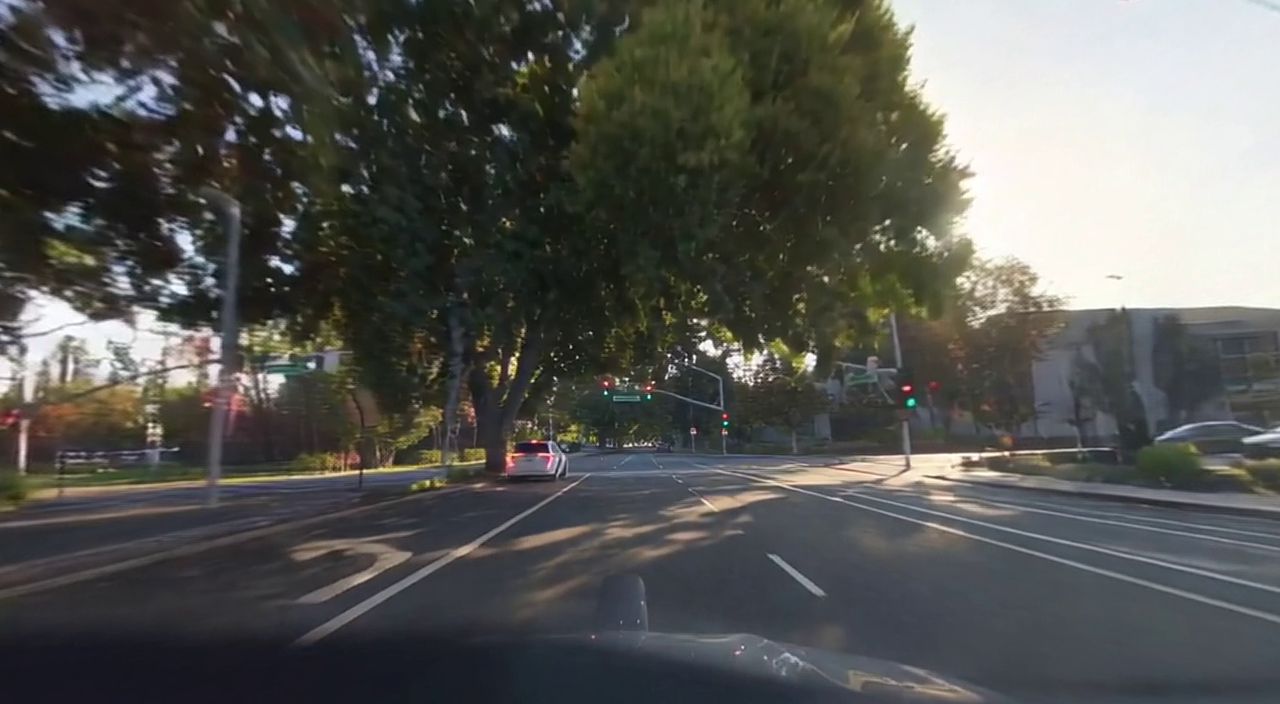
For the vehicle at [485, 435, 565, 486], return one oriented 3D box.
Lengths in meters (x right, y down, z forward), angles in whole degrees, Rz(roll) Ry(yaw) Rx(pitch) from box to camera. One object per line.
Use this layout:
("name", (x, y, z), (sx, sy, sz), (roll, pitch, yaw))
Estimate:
("vehicle", (-4.248, 4.090, 24.186), (2.156, 1.722, 4.484), (-1, -8, 1))
